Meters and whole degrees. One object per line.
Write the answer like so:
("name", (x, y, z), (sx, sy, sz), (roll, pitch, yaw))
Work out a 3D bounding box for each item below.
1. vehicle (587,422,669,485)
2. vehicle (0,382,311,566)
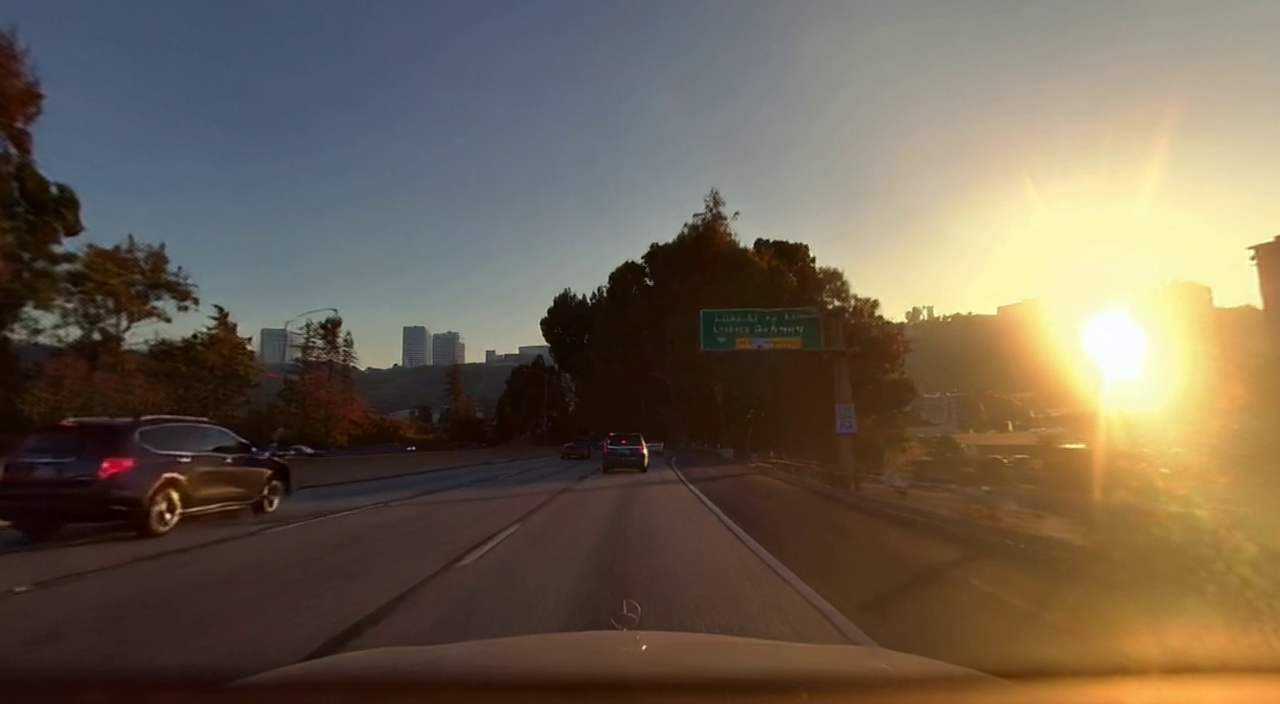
("vehicle", (-0.264, 3.634, 22.769), (2.497, 1.957, 5.432), (-1, -9, 3))
("vehicle", (-7.443, 1.683, 9.362), (2.289, 1.955, 5.147), (0, -9, 0))
